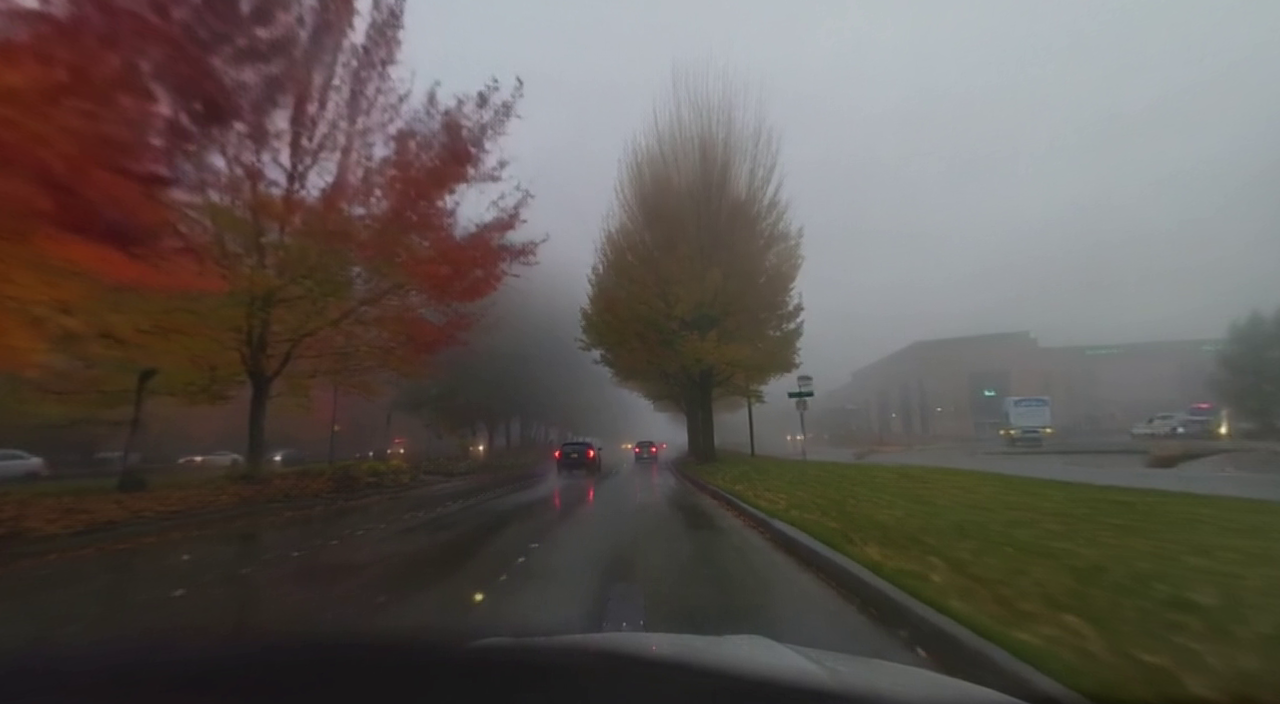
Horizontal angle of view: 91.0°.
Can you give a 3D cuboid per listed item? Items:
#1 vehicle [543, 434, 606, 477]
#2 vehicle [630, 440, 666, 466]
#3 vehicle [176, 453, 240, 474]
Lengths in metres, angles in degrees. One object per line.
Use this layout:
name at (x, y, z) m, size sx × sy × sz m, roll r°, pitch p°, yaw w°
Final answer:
vehicle at (-2.775, 4.512, 27.655) m, size 2.197 × 1.709 × 4.069 m, roll 0°, pitch -8°, yaw 2°
vehicle at (0.479, 6.084, 38.206) m, size 2.040 × 1.493 × 3.682 m, roll 0°, pitch -8°, yaw 0°
vehicle at (-33.408, 8.642, 48.866) m, size 1.773 × 1.477 × 4.319 m, roll -1°, pitch -9°, yaw 2°
